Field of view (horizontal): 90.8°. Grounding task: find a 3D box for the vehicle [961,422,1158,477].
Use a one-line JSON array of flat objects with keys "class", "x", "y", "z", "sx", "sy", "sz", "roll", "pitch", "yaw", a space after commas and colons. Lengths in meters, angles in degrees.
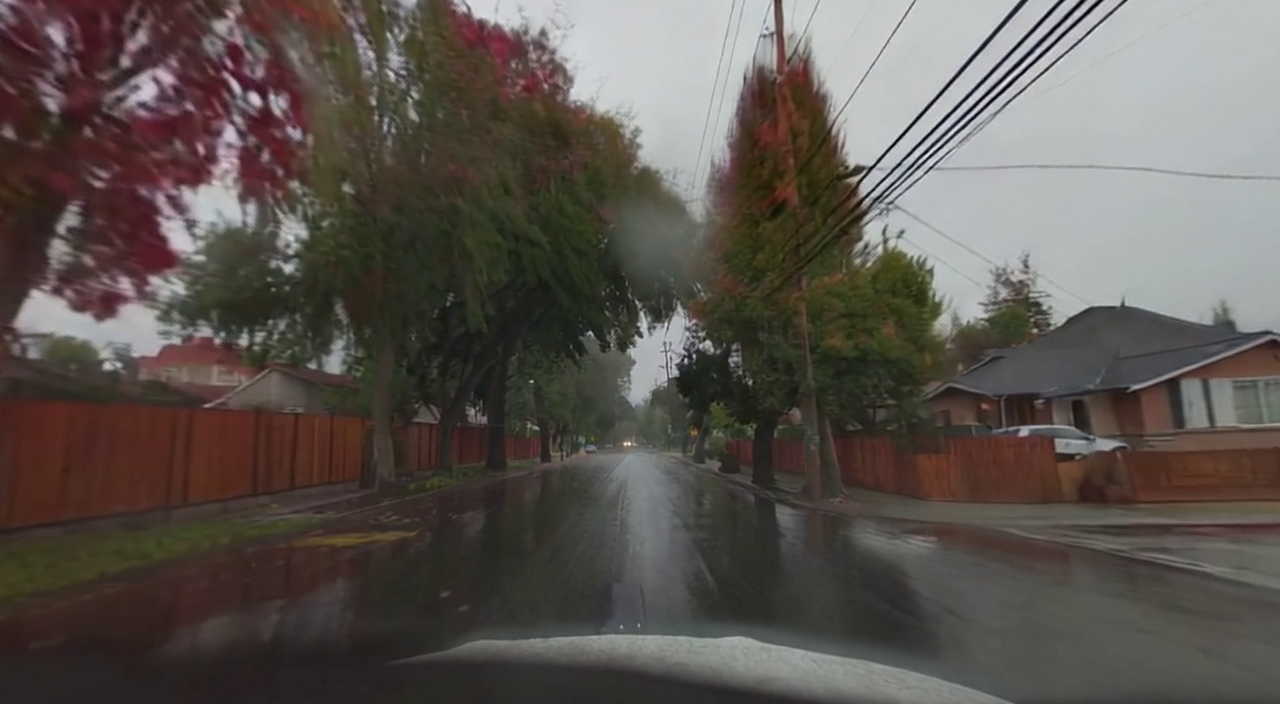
[{"class": "vehicle", "x": 12.364, "y": 2.922, "z": 18.982, "sx": 4.286, "sy": 1.525, "sz": 2.219, "roll": -2, "pitch": -9, "yaw": 11}]
